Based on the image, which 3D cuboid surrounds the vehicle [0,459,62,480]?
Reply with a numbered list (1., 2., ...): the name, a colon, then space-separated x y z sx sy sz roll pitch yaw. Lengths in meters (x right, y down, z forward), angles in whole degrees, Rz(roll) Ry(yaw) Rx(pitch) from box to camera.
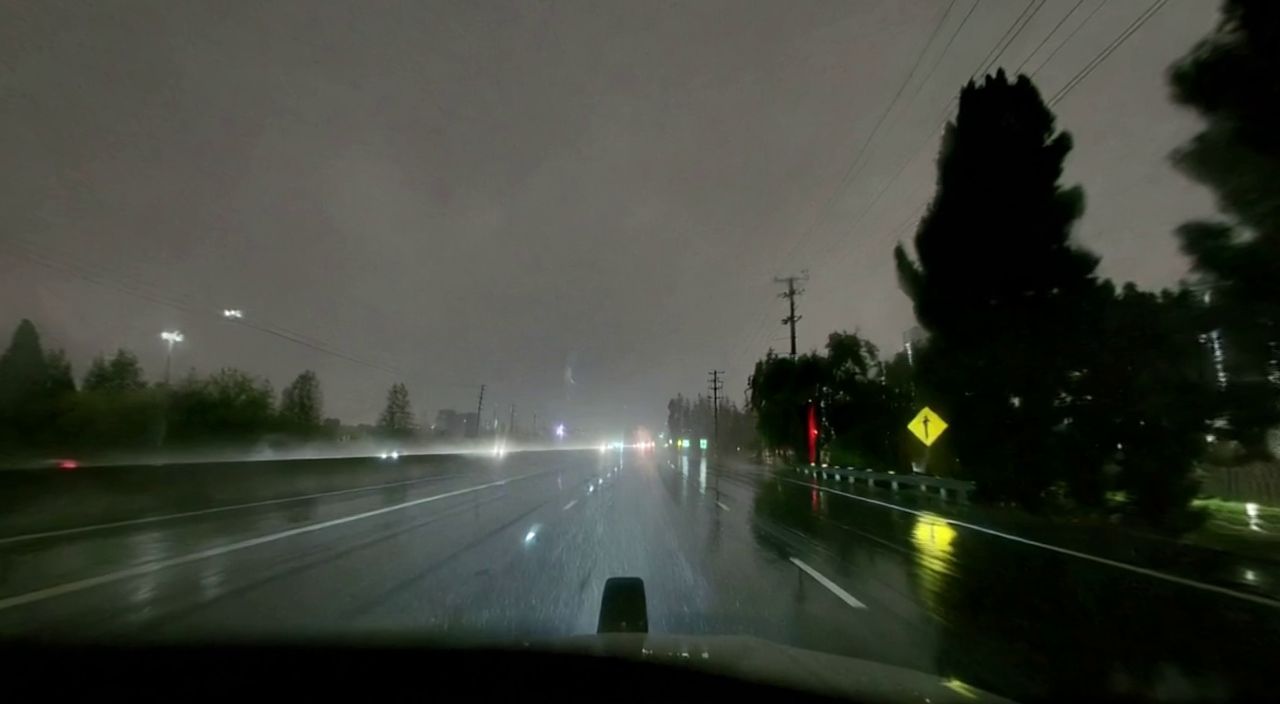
1. vehicle: -47.982 9.080 48.935 1.811 1.469 4.520 0 -9 1
